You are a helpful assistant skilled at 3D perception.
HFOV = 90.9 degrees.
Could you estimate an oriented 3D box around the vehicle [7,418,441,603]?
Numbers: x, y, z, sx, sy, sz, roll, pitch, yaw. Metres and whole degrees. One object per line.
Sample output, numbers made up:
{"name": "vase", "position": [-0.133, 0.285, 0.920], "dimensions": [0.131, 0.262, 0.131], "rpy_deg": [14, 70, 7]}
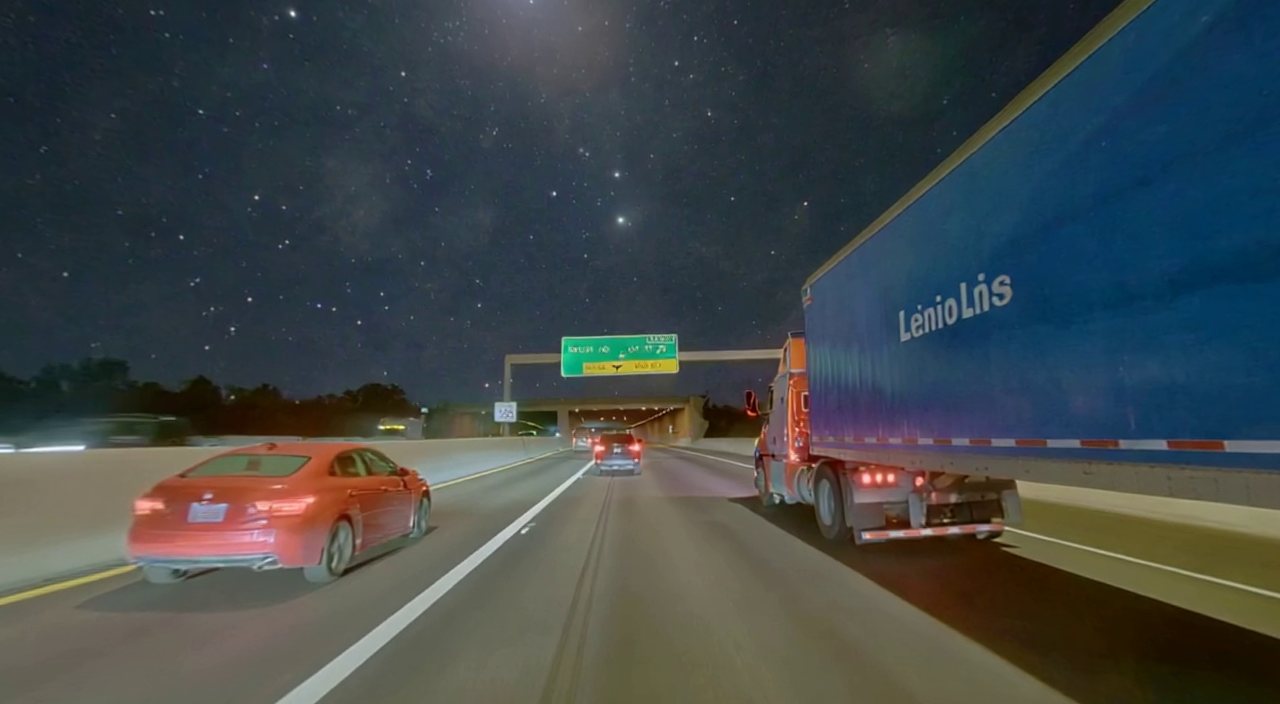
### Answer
{"name": "vehicle", "position": [-3.968, 1.544, 7.181], "dimensions": [2.019, 1.435, 4.317], "rpy_deg": [0, -8, 0]}

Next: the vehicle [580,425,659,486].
{"name": "vehicle", "position": [-0.580, 2.987, 18.571], "dimensions": [2.094, 1.600, 3.666], "rpy_deg": [0, -8, -1]}

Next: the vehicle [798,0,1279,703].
{"name": "vehicle", "position": [4.029, -0.288, 2.894], "dimensions": [2.842, 4.108, 14.081], "rpy_deg": [0, -8, -1]}
